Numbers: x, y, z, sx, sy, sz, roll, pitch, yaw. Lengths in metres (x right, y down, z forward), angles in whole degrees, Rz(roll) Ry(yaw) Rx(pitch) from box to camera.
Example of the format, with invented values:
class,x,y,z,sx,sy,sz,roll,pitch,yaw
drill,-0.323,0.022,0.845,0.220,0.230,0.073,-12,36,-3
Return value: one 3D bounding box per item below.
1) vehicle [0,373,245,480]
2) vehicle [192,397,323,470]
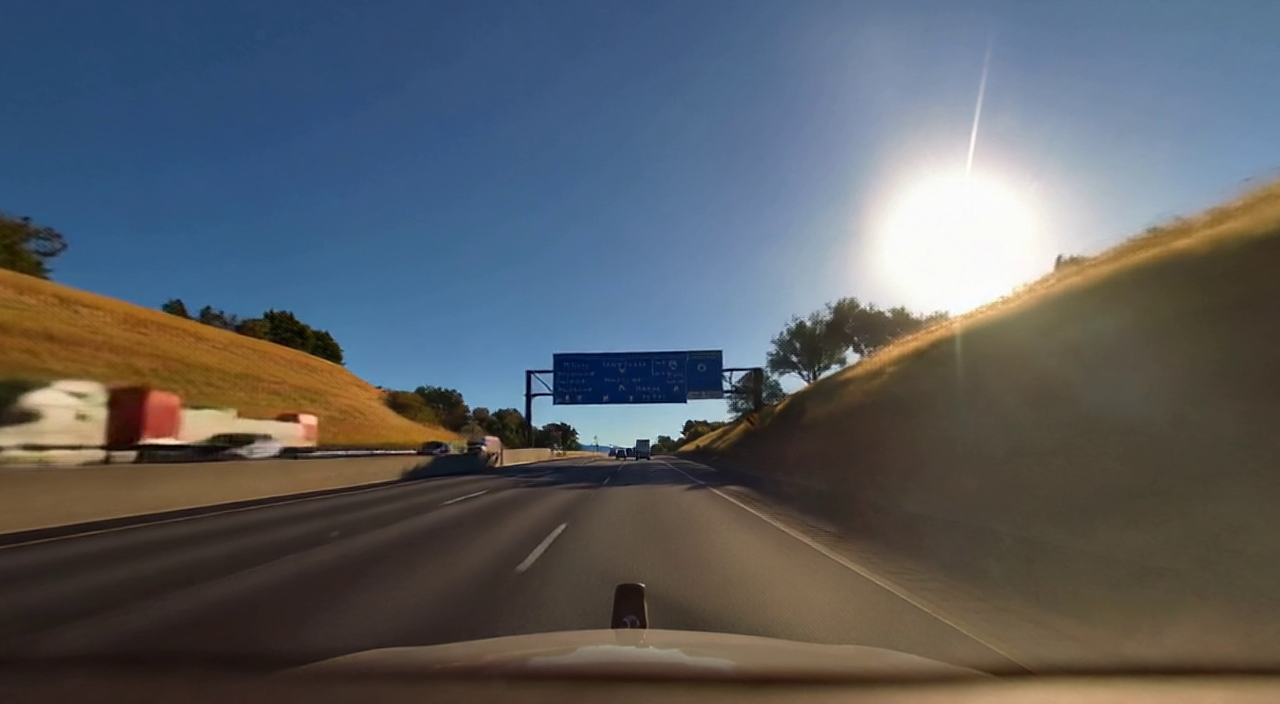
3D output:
class,x,y,z,sx,sy,sz,roll,pitch,yaw
vehicle,-22.794,3.546,28.730,3.004,3.989,10.208,0,-9,0
vehicle,-22.855,5.068,38.420,2.821,3.954,8.123,0,-9,0
